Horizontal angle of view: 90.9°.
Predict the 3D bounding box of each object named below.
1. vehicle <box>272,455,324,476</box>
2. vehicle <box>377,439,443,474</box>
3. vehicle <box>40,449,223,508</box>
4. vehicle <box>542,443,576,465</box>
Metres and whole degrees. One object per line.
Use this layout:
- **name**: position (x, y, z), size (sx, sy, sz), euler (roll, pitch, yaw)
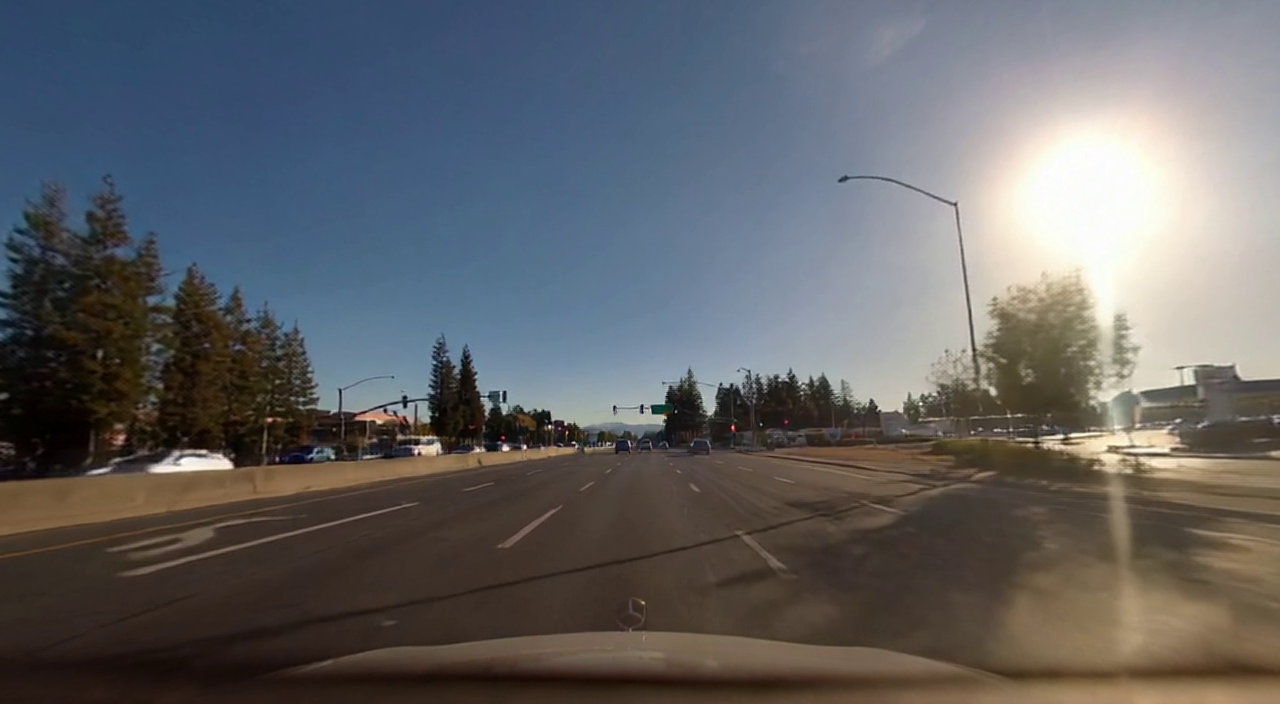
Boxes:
- **vehicle**: position (-26.181, 8.684, 48.354), size (1.673, 1.400, 3.902), euler (-1, -8, 2)
- **vehicle**: position (-14.368, 6.552, 39.776), size (2.160, 1.993, 5.347), euler (0, -8, 0)
- **vehicle**: position (-14.773, 3.640, 18.694), size (1.880, 1.496, 4.246), euler (0, -8, 0)
- **vehicle**: position (-5.946, 7.495, 46.673), size (1.843, 1.528, 4.121), euler (0, -8, 1)
